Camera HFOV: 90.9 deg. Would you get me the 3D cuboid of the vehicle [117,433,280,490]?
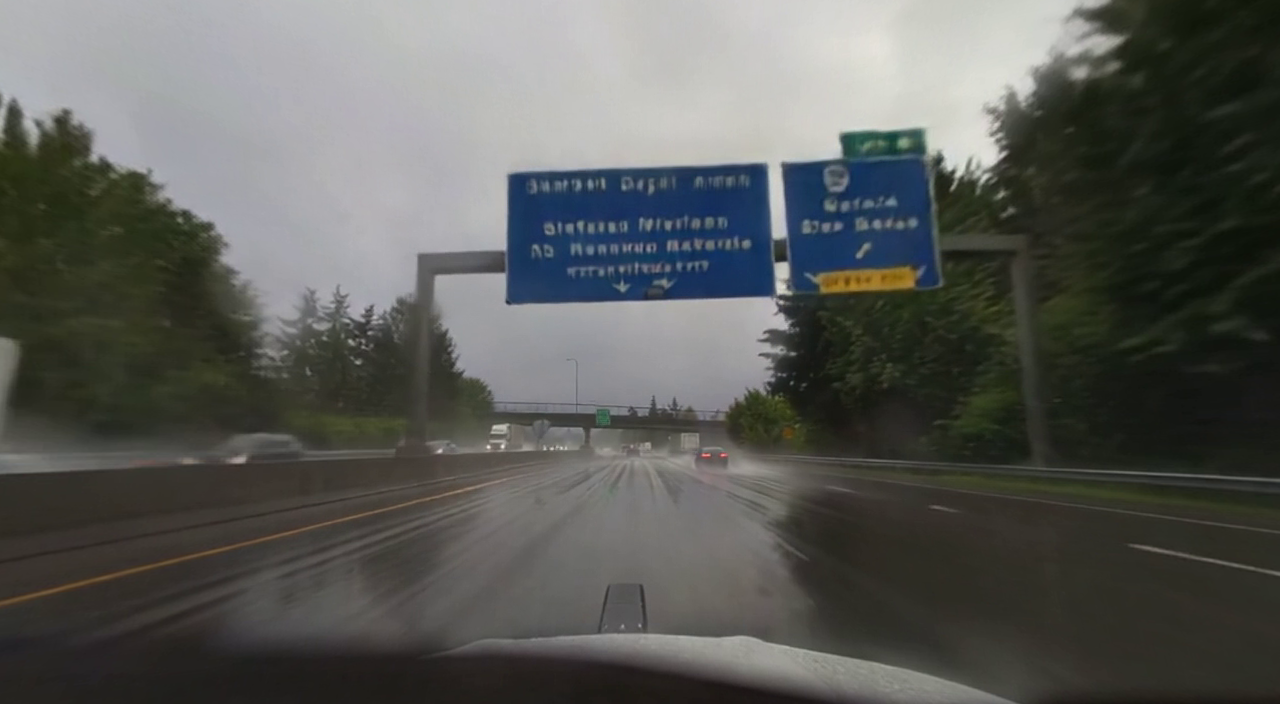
[{"bbox_3d":[-12.268,3.073,17.868,1.806,1.414,3.868,0,-9,0],"label":"vehicle"}]
